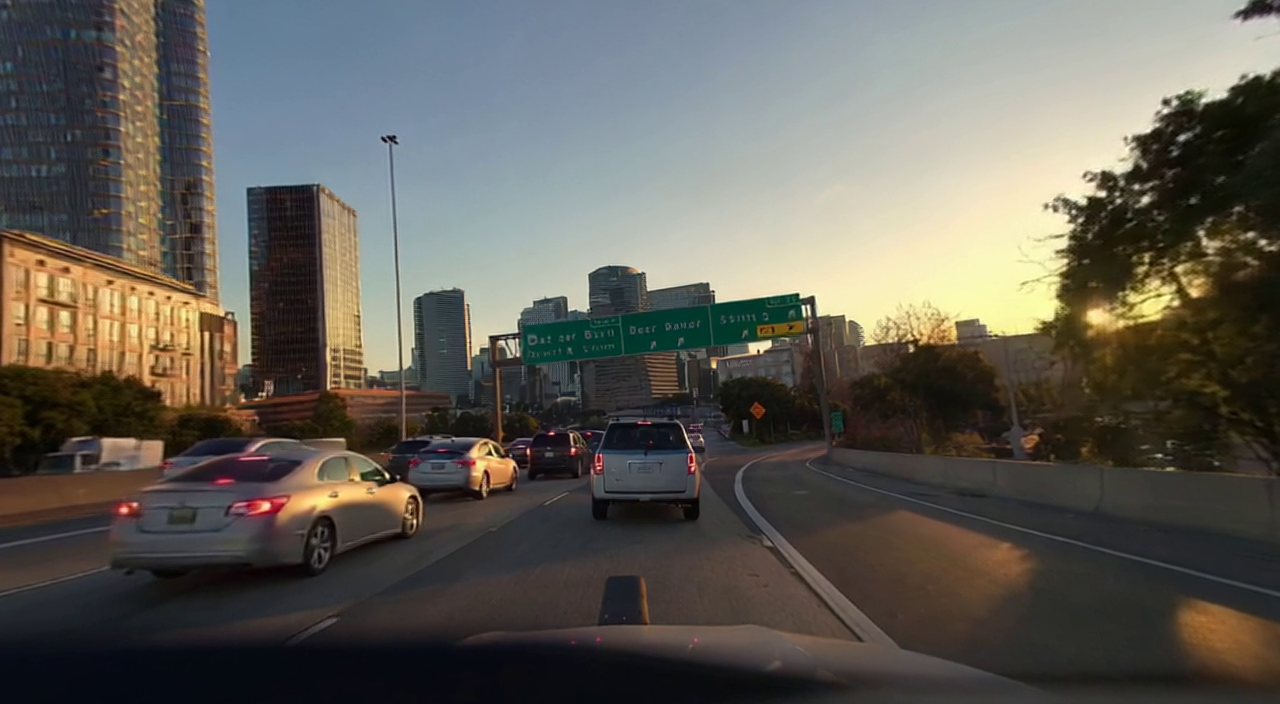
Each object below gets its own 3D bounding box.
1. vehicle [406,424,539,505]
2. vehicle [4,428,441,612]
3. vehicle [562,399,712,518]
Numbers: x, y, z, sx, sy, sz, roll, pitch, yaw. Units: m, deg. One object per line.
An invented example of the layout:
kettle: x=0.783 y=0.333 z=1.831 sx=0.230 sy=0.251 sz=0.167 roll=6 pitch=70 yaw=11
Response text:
vehicle: x=-4.023 y=2.791 z=16.021 sx=1.953 sy=1.729 sz=4.377 roll=0 pitch=-9 yaw=3
vehicle: x=-4.101 y=1.690 z=7.330 sx=2.087 sy=1.481 sz=4.225 roll=0 pitch=-9 yaw=2
vehicle: x=0.027 y=2.305 z=14.060 sx=2.616 sy=2.063 sz=5.933 roll=0 pitch=-9 yaw=2
